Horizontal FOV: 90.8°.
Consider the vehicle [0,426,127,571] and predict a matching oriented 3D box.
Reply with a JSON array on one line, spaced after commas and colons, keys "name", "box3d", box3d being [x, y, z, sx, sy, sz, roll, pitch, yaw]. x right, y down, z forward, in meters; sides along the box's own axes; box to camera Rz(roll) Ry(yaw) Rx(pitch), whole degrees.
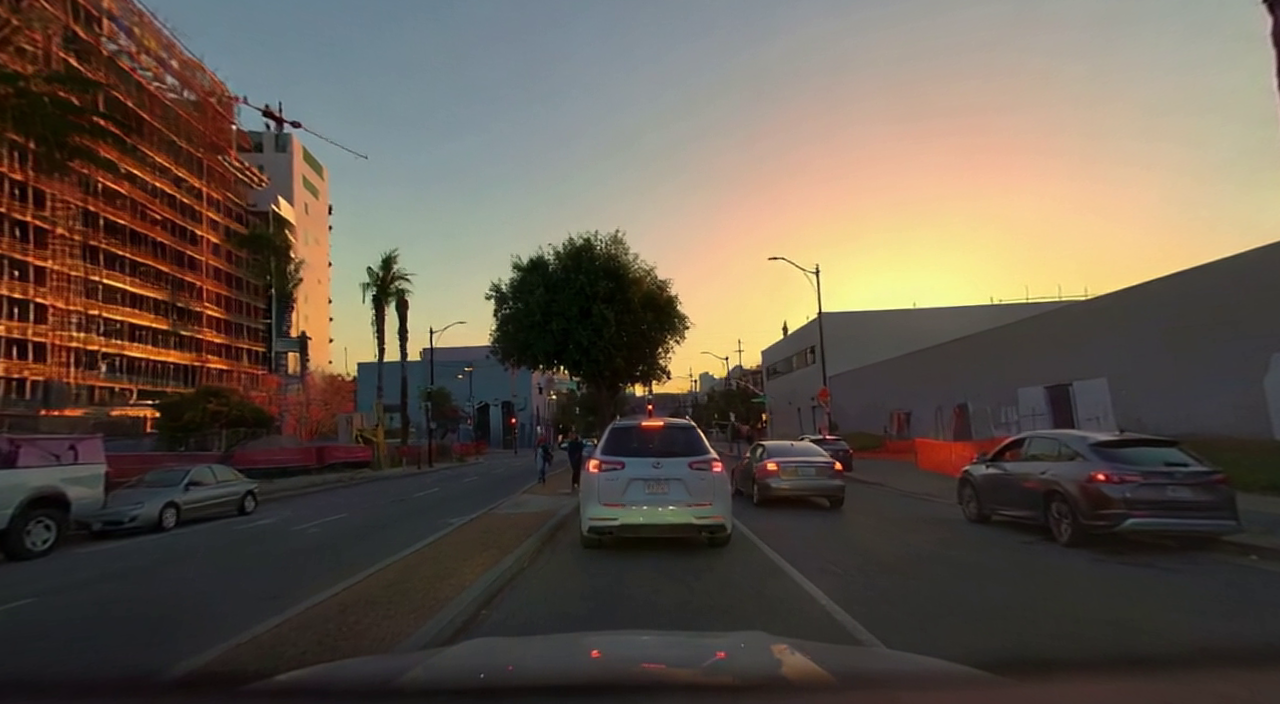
[{"name": "vehicle", "box3d": [-9.921, 1.941, 7.683, 2.294, 1.948, 6.025, -6, -10, 1]}]

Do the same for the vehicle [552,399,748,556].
[{"name": "vehicle", "box3d": [0.107, 1.772, 9.543, 2.264, 1.798, 4.258, 0, -8, 0]}]

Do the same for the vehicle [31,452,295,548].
[{"name": "vehicle", "box3d": [-9.717, 2.994, 13.514, 2.054, 1.467, 4.595, -3, -7, 1]}]

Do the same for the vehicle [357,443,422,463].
[{"name": "vehicle", "box3d": [-19.150, 7.696, 48.415, 1.759, 1.457, 4.297, -7, -11, 37]}]

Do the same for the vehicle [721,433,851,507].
[{"name": "vehicle", "box3d": [3.228, 2.698, 14.871, 1.999, 1.487, 3.939, 0, -8, -2]}]

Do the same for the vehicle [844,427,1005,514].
[{"name": "vehicle", "box3d": [6.476, 2.729, 15.024, 1.930, 1.736, 4.329, -1, -8, 2]}]

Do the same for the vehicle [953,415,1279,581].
[{"name": "vehicle", "box3d": [6.259, 1.763, 8.596, 1.819, 1.672, 4.139, 0, -7, -1]}]
